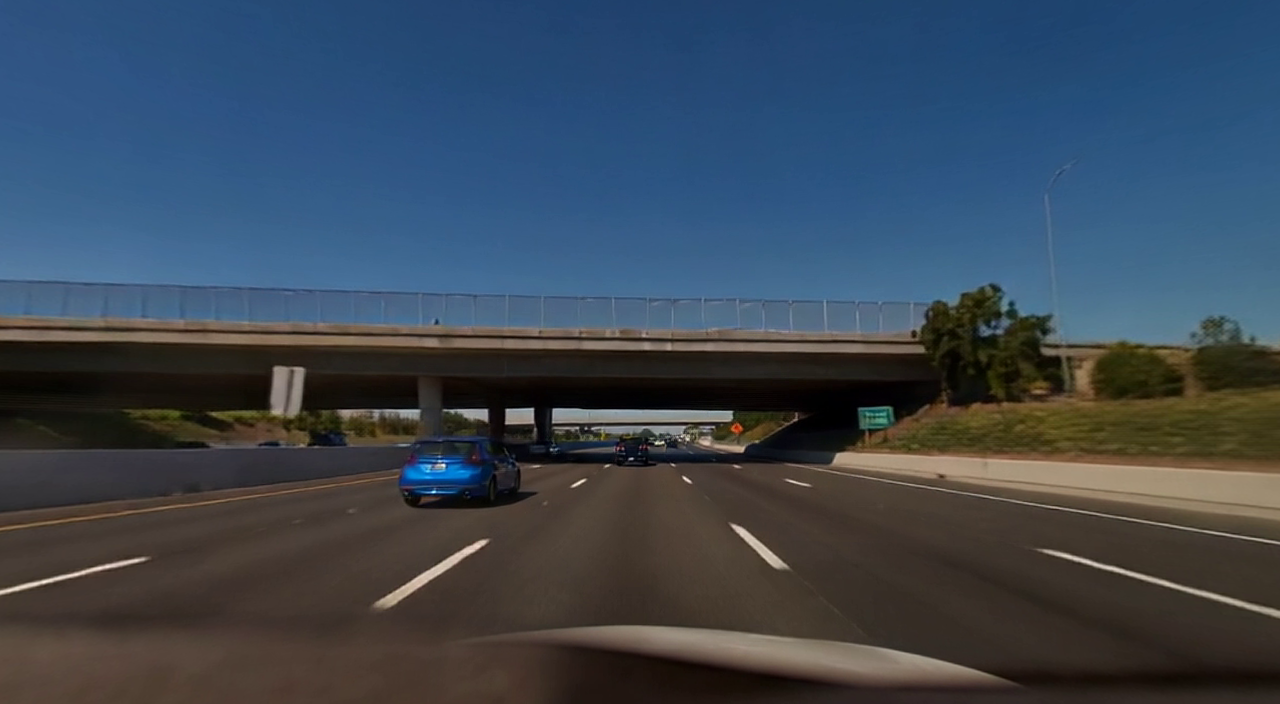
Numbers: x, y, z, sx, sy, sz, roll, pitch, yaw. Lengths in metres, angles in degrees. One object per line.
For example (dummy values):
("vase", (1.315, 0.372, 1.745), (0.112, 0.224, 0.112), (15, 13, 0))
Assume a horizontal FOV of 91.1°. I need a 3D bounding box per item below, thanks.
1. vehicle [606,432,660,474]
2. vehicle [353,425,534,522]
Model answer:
("vehicle", (-0.234, 4.387, 27.406), (2.155, 1.690, 4.318), (0, -8, 1))
("vehicle", (-3.659, 2.358, 12.754), (2.124, 1.607, 4.531), (0, -8, 1))
